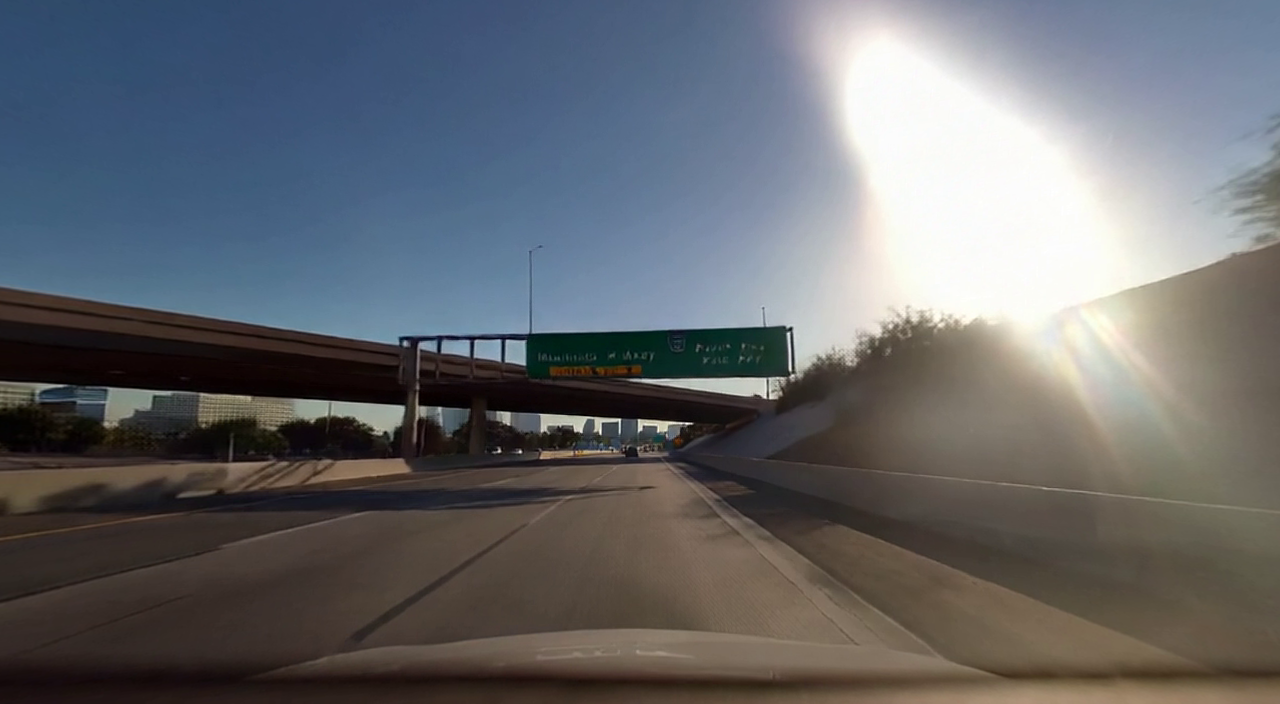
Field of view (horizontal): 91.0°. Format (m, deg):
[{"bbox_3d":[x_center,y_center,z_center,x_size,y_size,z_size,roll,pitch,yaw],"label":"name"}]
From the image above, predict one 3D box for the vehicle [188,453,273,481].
[{"bbox_3d":[-24.121,6.796,37.336,1.977,1.516,4.391,0,-9,2],"label":"vehicle"}]
